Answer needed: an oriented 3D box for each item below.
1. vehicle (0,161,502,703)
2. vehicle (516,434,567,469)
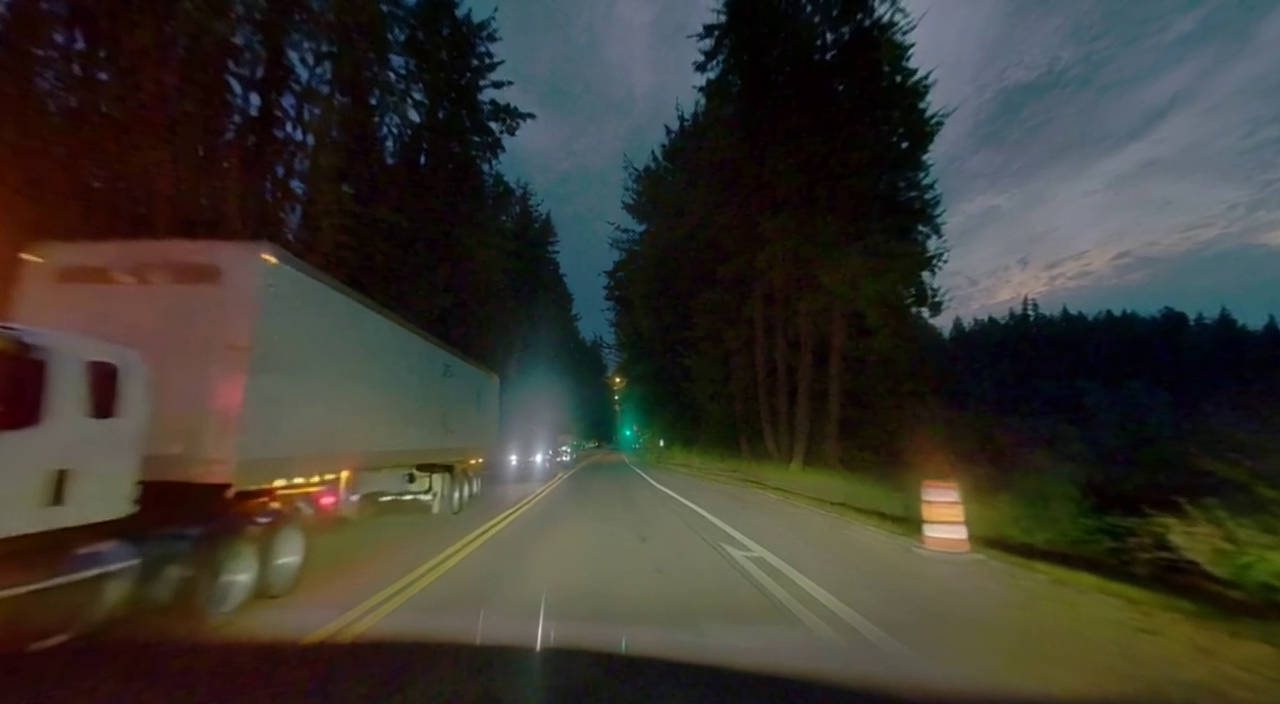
[{"bbox_3d":[-3.690,1.098,6.673,2.939,2.556,8.664,0,-8,-3],"label":"vehicle"},{"bbox_3d":[-5.165,5.313,33.825,2.096,1.705,4.352,0,-8,-1],"label":"vehicle"}]
